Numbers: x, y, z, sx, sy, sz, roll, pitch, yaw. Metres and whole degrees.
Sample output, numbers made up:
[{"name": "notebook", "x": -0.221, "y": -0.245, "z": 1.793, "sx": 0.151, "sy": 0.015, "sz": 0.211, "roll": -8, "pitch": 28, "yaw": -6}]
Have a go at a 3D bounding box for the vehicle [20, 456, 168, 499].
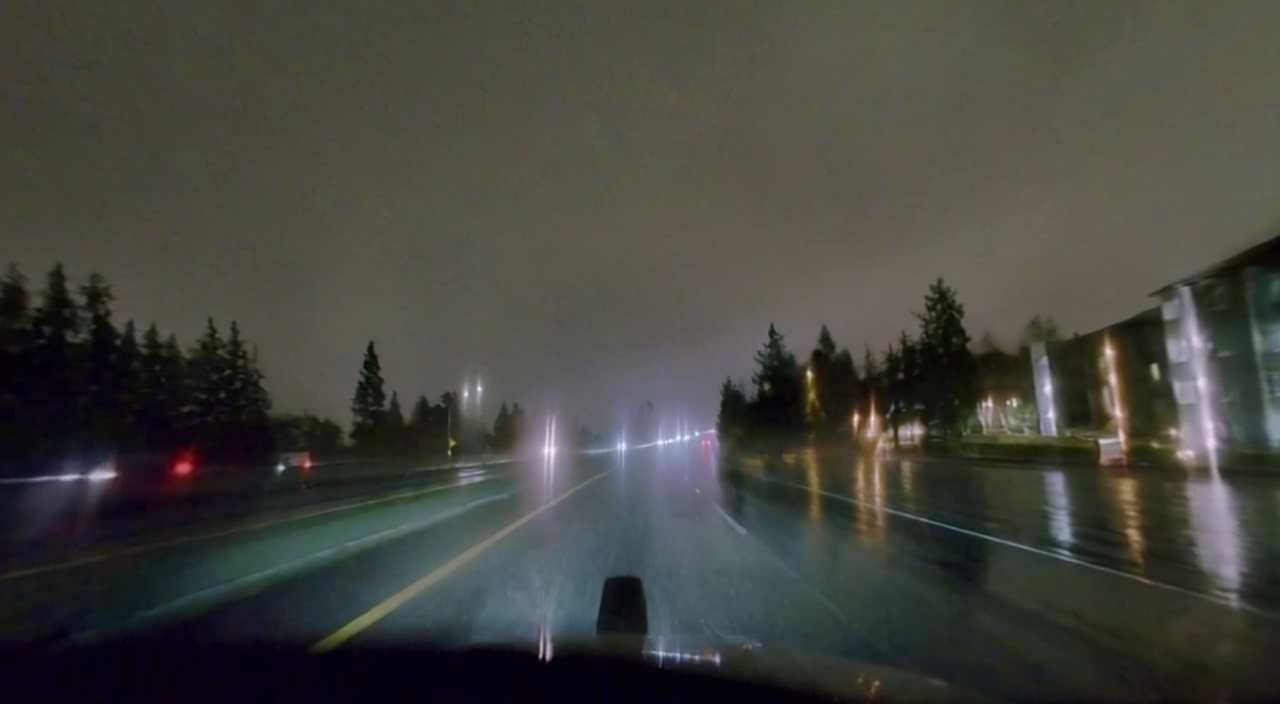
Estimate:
[{"name": "vehicle", "x": -21.731, "y": 4.986, "z": 25.413, "sx": 1.864, "sy": 1.460, "sz": 4.509, "roll": -1, "pitch": -8, "yaw": 2}]
